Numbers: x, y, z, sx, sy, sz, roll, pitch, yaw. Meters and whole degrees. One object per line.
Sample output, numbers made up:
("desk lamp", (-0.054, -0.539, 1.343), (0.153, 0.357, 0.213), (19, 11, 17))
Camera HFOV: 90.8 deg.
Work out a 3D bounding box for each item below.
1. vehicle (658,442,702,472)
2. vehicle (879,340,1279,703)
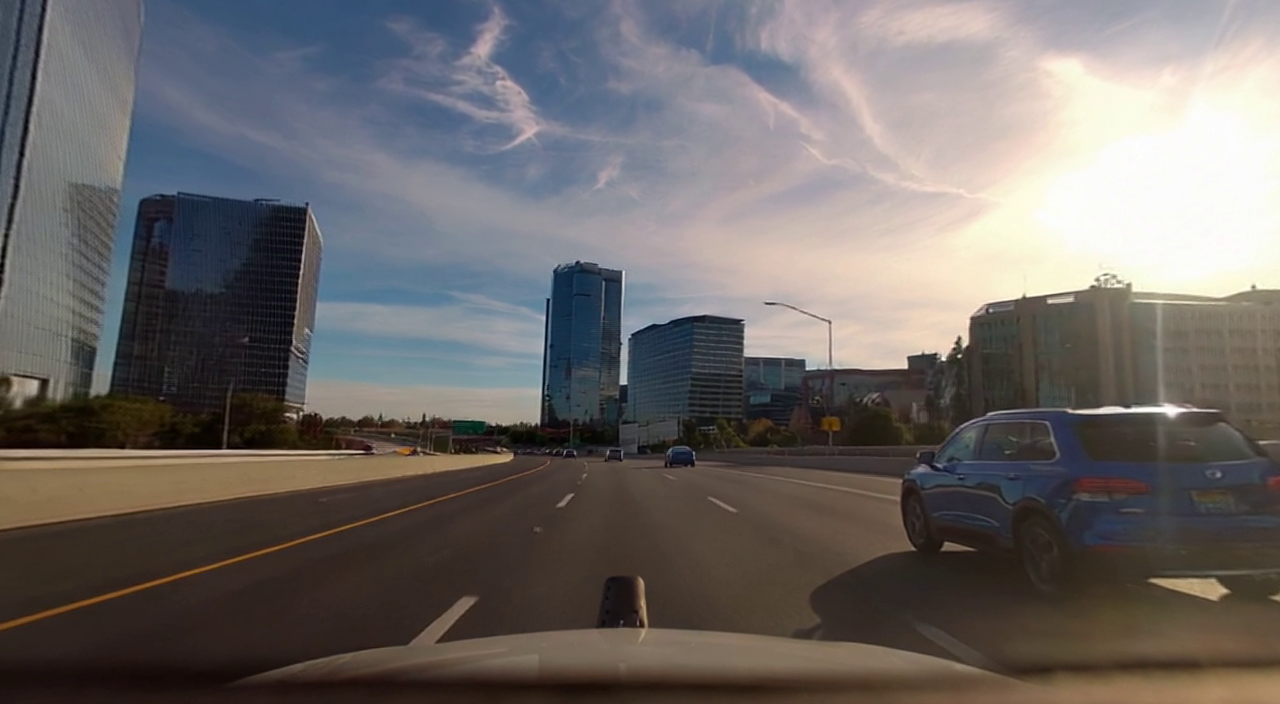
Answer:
("vehicle", (2.475, 6.681, 40.632), (2.110, 1.780, 4.682), (0, -8, -5))
("vehicle", (4.036, 1.139, 5.388), (2.182, 1.826, 4.392), (0, -8, -1))
